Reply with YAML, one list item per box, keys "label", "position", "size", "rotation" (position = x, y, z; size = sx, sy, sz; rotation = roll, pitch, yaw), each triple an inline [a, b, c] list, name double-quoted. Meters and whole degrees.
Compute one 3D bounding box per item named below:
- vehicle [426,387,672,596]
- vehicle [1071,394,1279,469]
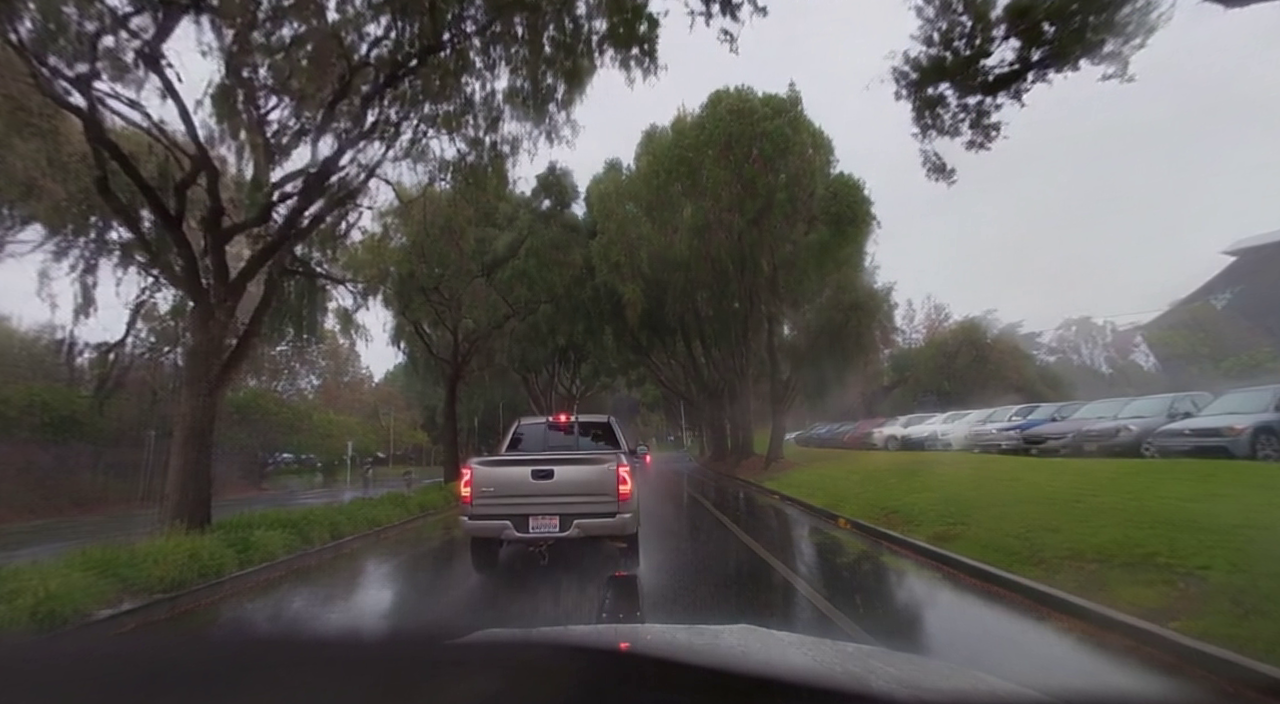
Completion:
- label: "vehicle"
  position: [-0.730, 1.594, 8.143]
  size: [2.157, 1.816, 5.039]
  rotation: [0, -8, 2]
- label: "vehicle"
  position: [11.837, 1.658, 13.110]
  size: [4.298, 1.392, 1.944]
  rotation: [-1, -8, 2]
